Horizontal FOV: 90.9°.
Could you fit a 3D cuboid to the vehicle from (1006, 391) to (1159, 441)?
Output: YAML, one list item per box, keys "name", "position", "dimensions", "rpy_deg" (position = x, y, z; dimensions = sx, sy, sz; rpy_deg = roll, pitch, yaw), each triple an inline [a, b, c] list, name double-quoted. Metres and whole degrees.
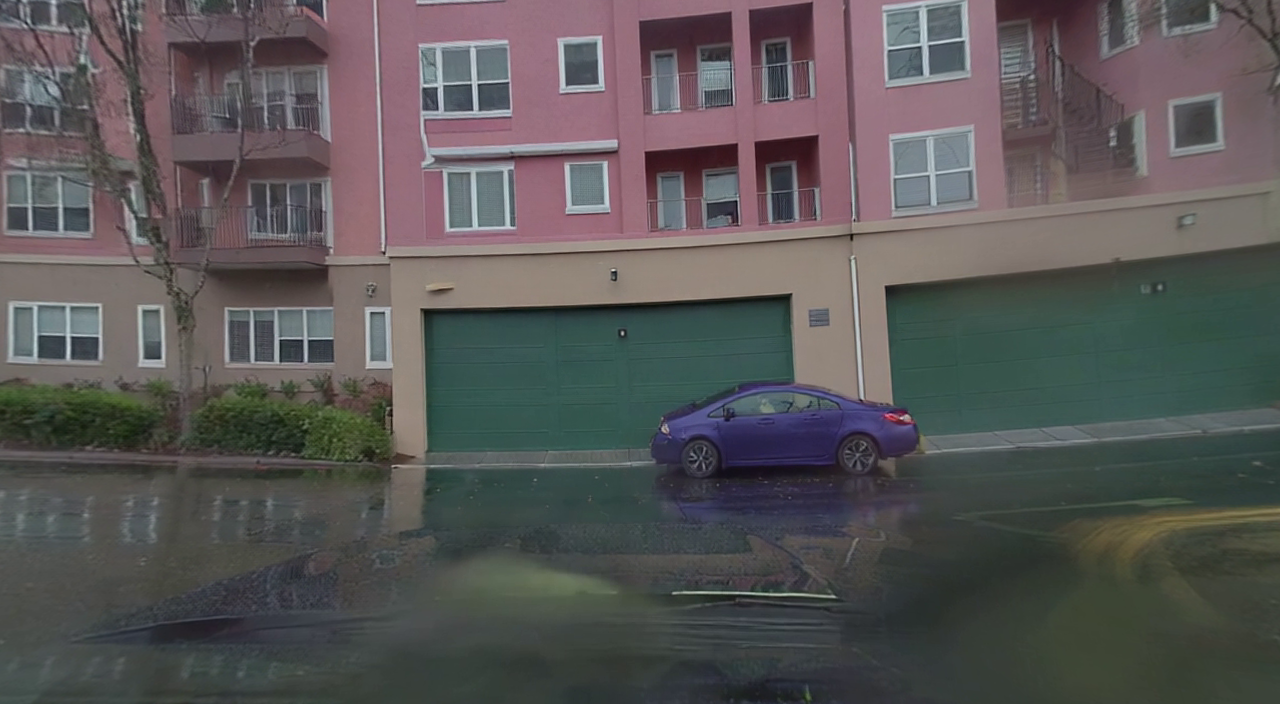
- name: "vehicle"
  position: [15.847, 2.335, 22.749]
  dimensions: [3.905, 1.475, 2.057]
  rpy_deg: [-3, -8, -3]

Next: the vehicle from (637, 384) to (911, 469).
- name: "vehicle"
  position: [2.300, 1.417, 11.835]
  dimensions: [4.697, 1.444, 1.825]
  rpy_deg: [0, -8, -1]
